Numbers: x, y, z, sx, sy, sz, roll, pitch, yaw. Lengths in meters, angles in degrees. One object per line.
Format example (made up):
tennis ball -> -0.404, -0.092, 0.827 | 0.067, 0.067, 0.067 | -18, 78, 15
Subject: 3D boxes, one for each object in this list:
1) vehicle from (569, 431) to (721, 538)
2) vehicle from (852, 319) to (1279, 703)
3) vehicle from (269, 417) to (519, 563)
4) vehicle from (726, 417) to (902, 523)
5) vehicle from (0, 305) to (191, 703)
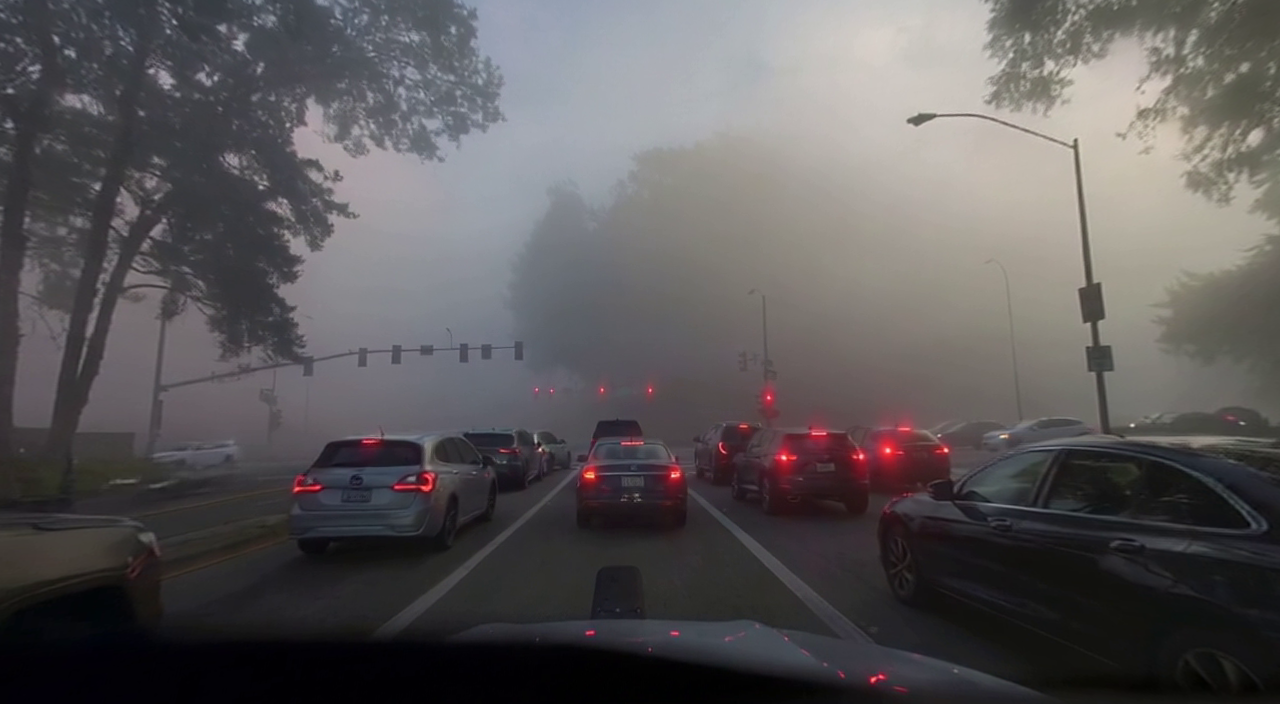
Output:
vehicle -> -0.004, 2.090, 10.541 | 2.076, 1.438, 3.770 | 0, -8, -2
vehicle -> 3.148, 0.996, 3.855 | 2.074, 1.685, 4.387 | 0, -8, -1
vehicle -> -3.065, 1.805, 9.008 | 1.896, 1.546, 4.378 | 0, -8, -2
vehicle -> 3.068, 2.187, 12.146 | 2.106, 1.667, 4.101 | 0, -8, -1
vehicle -> -3.203, 0.506, 0.706 | 2.079, 1.756, 4.676 | 0, -8, -3
